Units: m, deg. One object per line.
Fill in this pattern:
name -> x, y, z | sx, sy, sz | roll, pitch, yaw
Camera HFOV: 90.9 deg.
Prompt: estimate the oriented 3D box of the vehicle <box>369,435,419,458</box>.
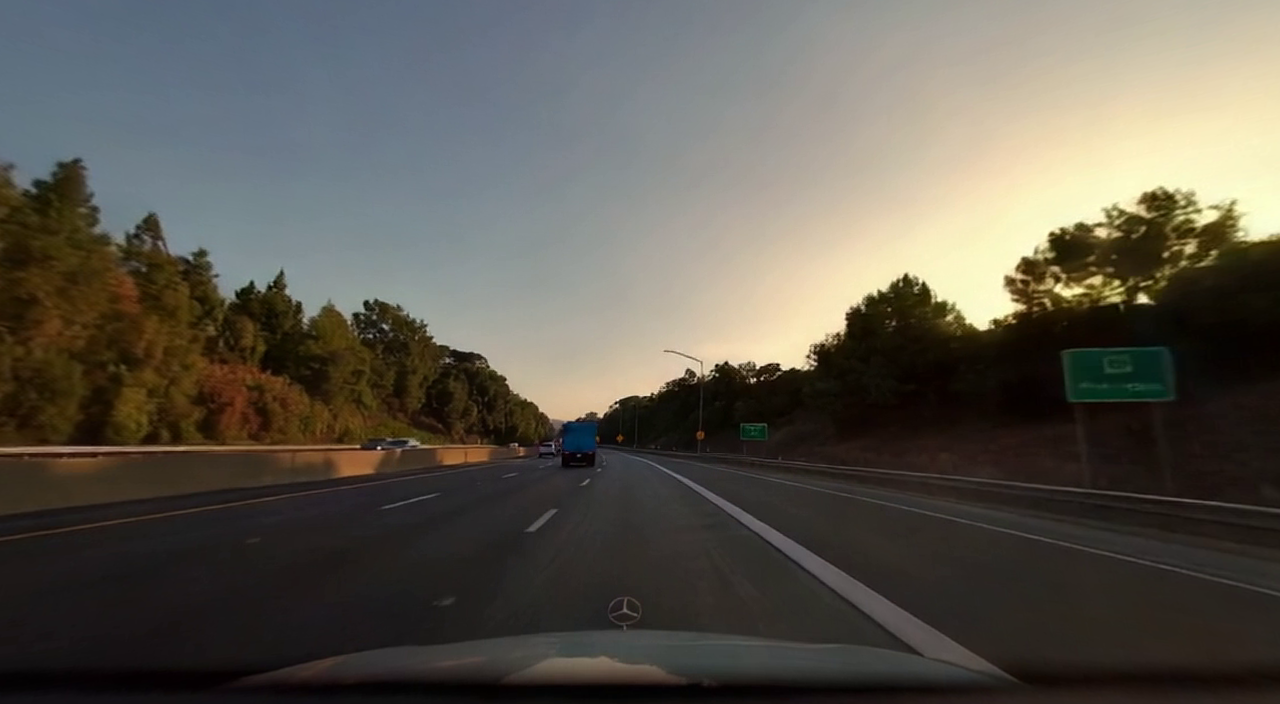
vehicle -> -19.351, 7.466, 49.812 | 2.093, 1.664, 4.978 | 0, -8, -3
